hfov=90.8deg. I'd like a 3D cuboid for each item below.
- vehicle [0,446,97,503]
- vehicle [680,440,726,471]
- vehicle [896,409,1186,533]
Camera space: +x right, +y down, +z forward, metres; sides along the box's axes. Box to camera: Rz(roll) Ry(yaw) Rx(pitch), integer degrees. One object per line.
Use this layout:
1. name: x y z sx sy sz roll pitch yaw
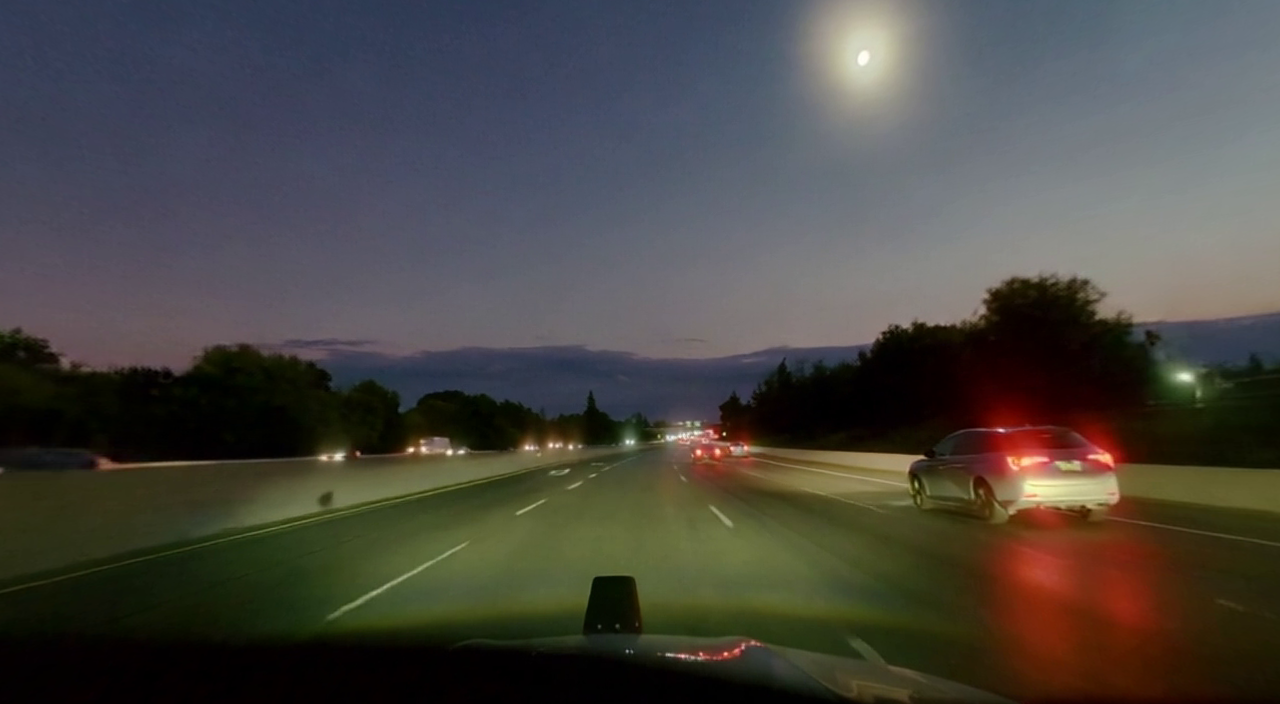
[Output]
1. vehicle: -20.496 3.900 20.316 1.986 1.730 4.558 0 -9 0
2. vehicle: 3.173 5.328 32.779 1.981 1.471 4.342 0 -9 0
3. vehicle: 6.963 2.127 11.882 2.087 1.806 4.946 0 -9 -1
